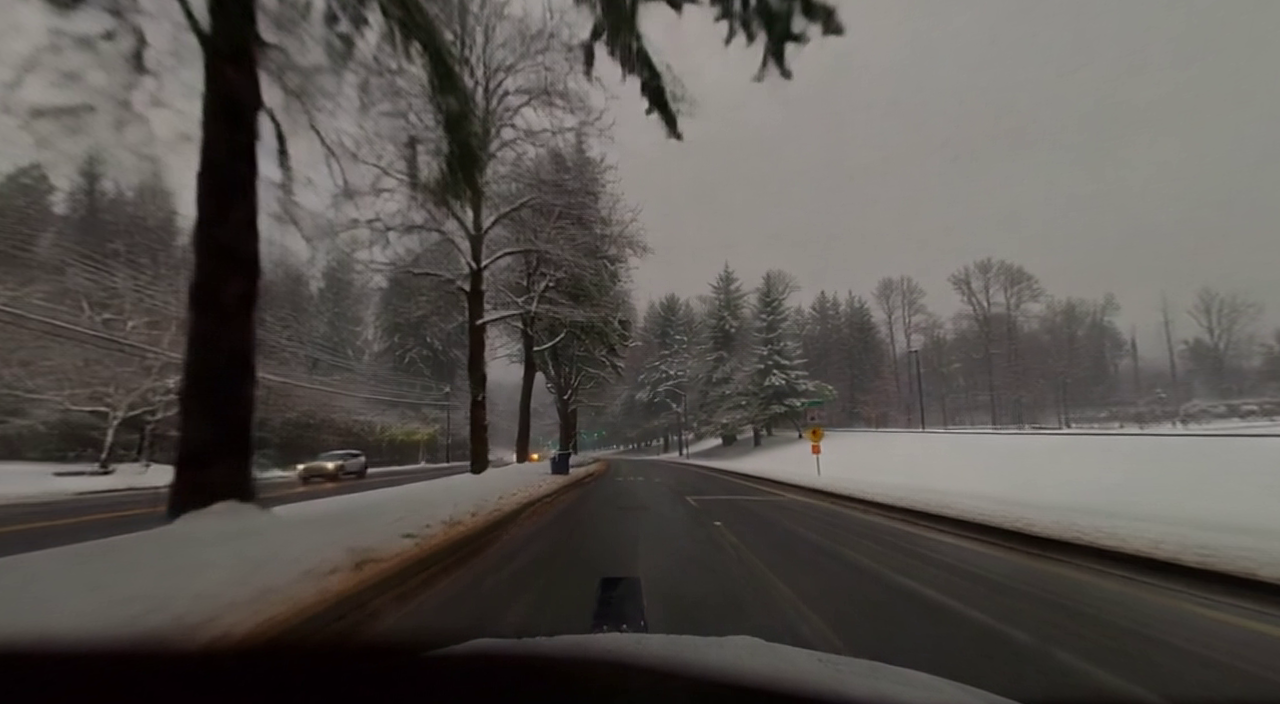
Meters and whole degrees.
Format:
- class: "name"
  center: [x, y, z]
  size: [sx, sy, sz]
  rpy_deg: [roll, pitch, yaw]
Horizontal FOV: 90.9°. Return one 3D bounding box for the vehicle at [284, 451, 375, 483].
- class: "vehicle"
  center: [-16.382, 6.084, 33.579]
  size: [2.200, 1.496, 4.809]
  rpy_deg: [-1, -8, 3]
